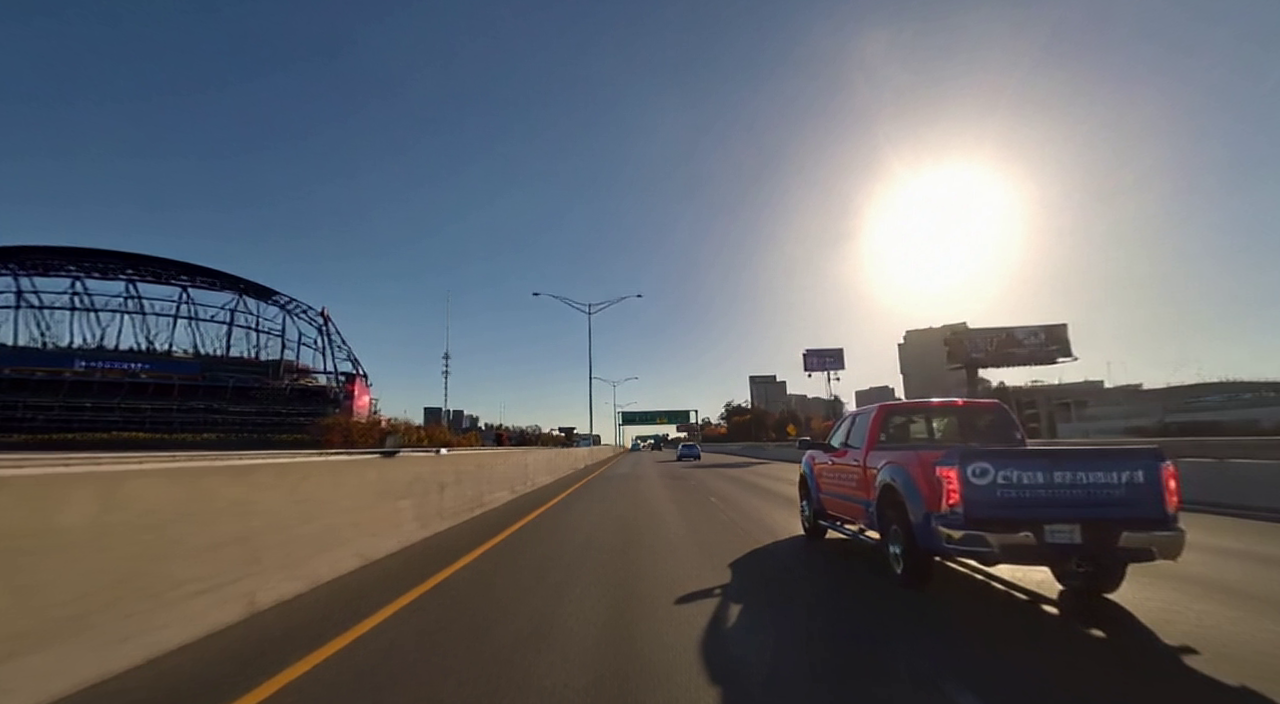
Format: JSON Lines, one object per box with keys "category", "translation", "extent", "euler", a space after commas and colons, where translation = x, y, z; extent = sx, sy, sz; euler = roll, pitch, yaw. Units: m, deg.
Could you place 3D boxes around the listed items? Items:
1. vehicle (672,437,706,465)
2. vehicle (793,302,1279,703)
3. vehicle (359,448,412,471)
{"category": "vehicle", "translation": [3.324, 6.771, 43.394], "extent": [1.973, 1.774, 4.092], "euler": [0, -9, -1]}
{"category": "vehicle", "translation": [3.078, 1.107, 5.433], "extent": [2.199, 2.002, 4.970], "euler": [0, -8, -1]}
{"category": "vehicle", "translation": [-18.293, 7.723, 45.619], "extent": [1.962, 1.492, 4.570], "euler": [0, -8, -1]}
